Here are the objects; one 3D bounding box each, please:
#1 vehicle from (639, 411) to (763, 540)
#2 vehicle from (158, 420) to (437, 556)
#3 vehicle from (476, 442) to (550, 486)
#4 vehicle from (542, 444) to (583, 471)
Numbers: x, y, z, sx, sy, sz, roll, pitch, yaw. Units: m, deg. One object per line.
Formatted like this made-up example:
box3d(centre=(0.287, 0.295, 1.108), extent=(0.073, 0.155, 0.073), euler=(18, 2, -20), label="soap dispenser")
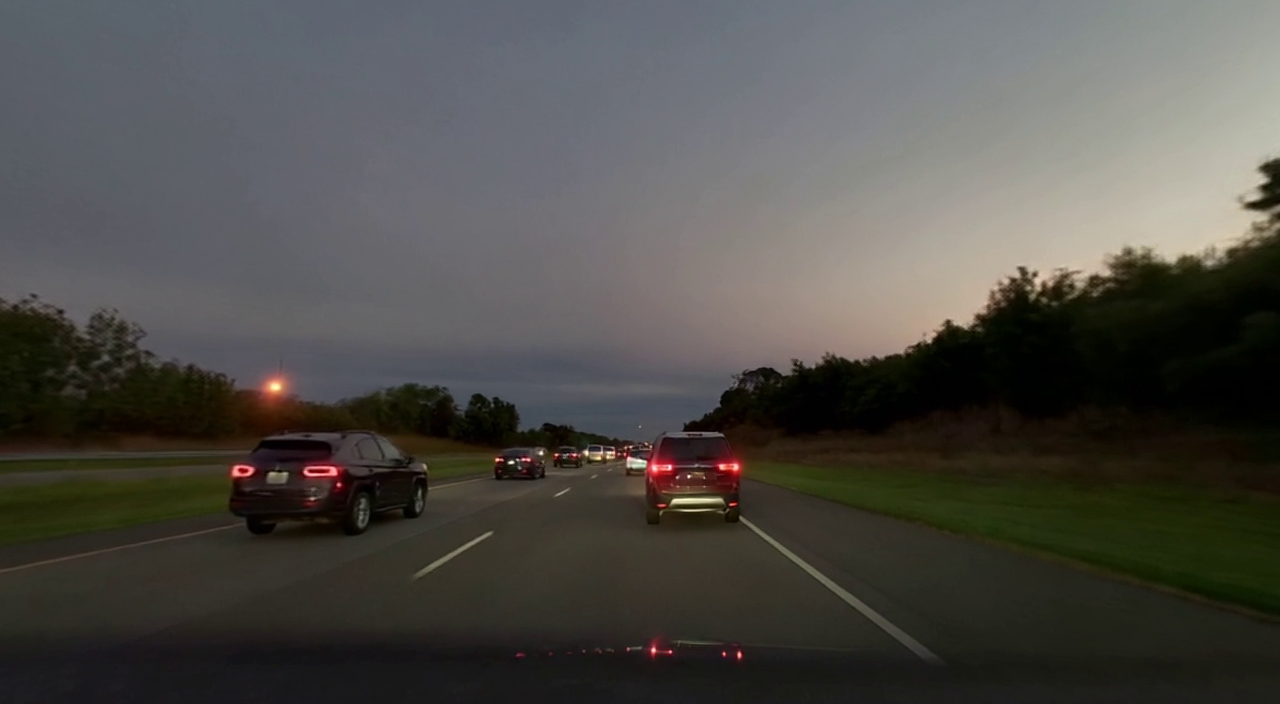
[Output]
box3d(centre=(0.908, 2.152, 11.528), extent=(1.825, 1.920, 3.960), euler=(0, -9, -1), label="vehicle")
box3d(centre=(-4.898, 1.996, 9.903), extent=(1.934, 1.642, 4.201), euler=(0, -9, 1), label="vehicle")
box3d(centre=(-4.584, 4.105, 23.371), extent=(1.867, 1.489, 3.829), euler=(0, -9, 1), label="vehicle")
box3d(centre=(-4.583, 6.298, 37.763), extent=(1.855, 1.527, 4.209), euler=(0, -9, 1), label="vehicle")
